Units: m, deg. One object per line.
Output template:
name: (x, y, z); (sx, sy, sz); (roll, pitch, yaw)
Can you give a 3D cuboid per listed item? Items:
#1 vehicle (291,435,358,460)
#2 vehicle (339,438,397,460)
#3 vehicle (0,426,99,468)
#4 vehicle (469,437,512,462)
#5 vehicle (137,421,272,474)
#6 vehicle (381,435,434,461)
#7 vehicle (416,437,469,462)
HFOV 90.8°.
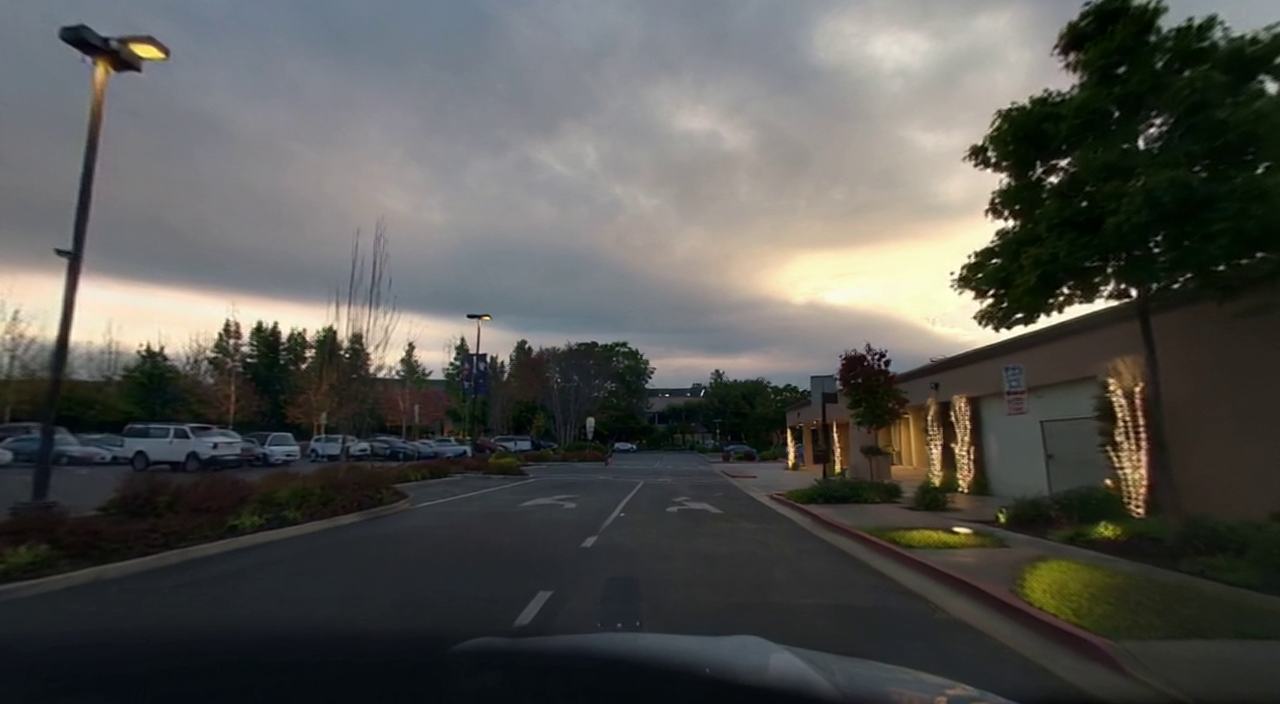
vehicle: (-21.851, 6.634, 43.954); (1.773, 1.498, 4.085); (2, -8, 16)
vehicle: (-18.846, 6.744, 43.949); (1.909, 1.474, 3.908); (-1, -8, 6)
vehicle: (-25.246, 3.887, 25.934); (1.876, 1.591, 4.470); (0, -8, 4)
vehicle: (-10.383, 6.804, 44.224); (1.892, 1.597, 4.259); (0, -8, 1)
vehicle: (-17.380, 3.858, 25.563); (1.972, 1.923, 4.535); (0, -8, 4)
vehicle: (-16.062, 6.669, 43.809); (1.902, 1.645, 3.903); (0, -9, 5)
vehicle: (-13.545, 6.698, 43.608); (1.928, 1.613, 4.197); (-1, -8, 6)
